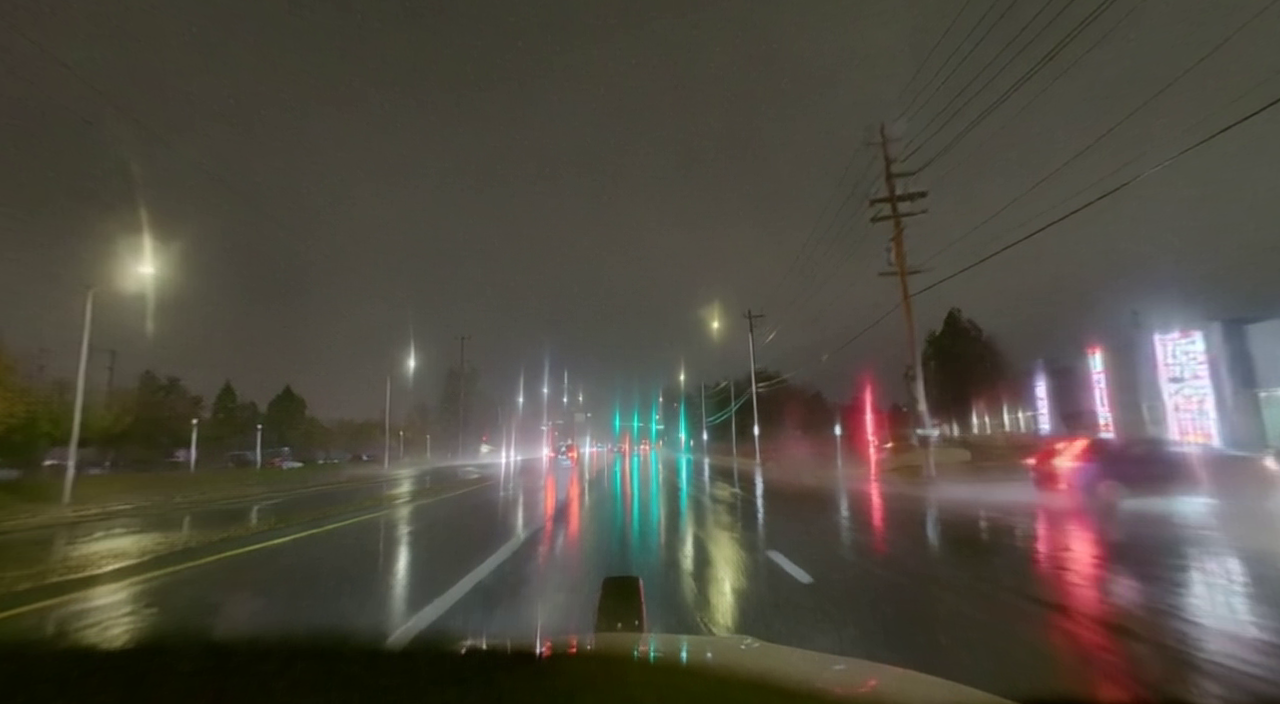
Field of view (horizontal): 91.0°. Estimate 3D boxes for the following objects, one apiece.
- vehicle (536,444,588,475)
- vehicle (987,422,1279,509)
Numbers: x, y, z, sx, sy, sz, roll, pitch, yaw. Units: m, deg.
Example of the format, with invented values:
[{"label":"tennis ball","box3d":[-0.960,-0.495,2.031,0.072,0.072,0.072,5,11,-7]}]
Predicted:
[{"label":"vehicle","box3d":[-3.797,5.326,31.497,2.076,1.444,4.328,0,-8,0]},{"label":"vehicle","box3d":[10.217,2.295,13.042,4.885,1.576,2.024,0,-8,-6]}]
